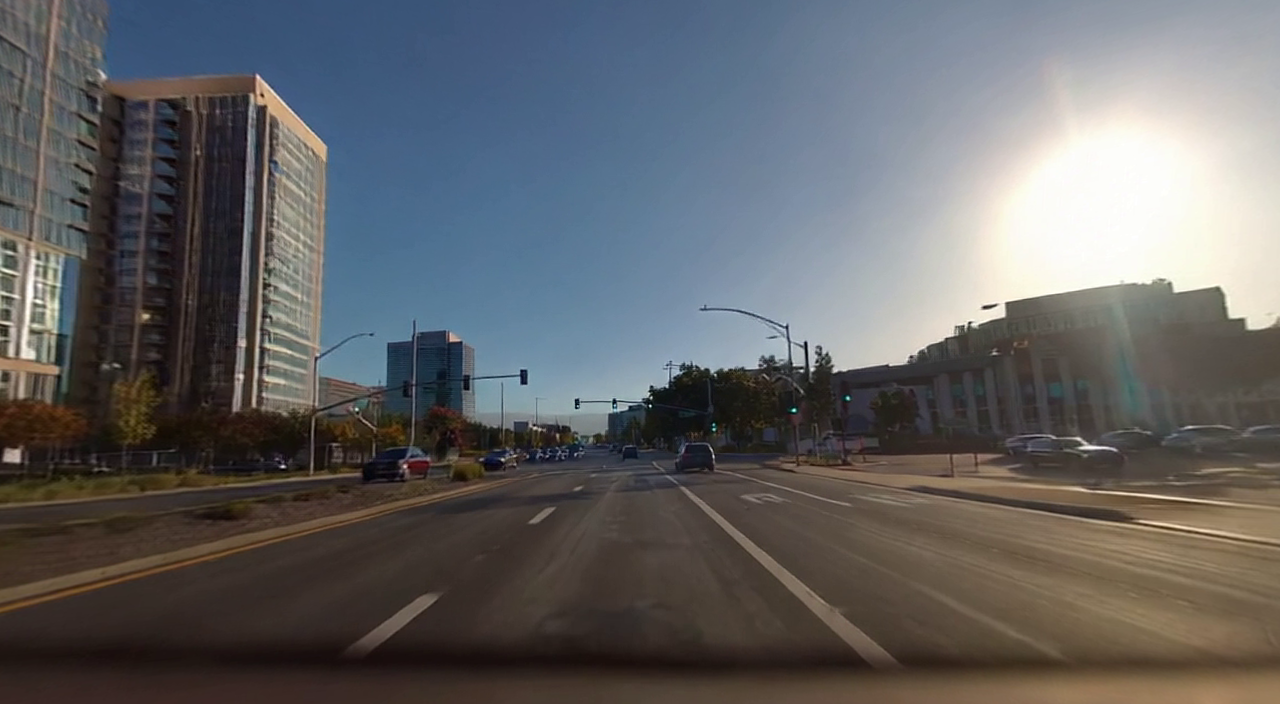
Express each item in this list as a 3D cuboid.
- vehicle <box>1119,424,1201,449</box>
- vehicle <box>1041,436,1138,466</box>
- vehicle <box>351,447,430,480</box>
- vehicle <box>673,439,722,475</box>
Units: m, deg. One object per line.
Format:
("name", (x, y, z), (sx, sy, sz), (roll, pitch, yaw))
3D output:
("vehicle", (35.045, 5.771, 42.729), (1.909, 1.576, 4.216), (1, -9, 0))
("vehicle", (22.538, 4.973, 31.774), (3.536, 1.412, 1.727), (0, -9, -1))
("vehicle", (-12.194, 5.474, 31.263), (2.005, 1.493, 4.682), (0, -9, 0))
("vehicle", (3.007, 5.604, 33.944), (2.069, 1.761, 4.610), (0, -9, -2))
